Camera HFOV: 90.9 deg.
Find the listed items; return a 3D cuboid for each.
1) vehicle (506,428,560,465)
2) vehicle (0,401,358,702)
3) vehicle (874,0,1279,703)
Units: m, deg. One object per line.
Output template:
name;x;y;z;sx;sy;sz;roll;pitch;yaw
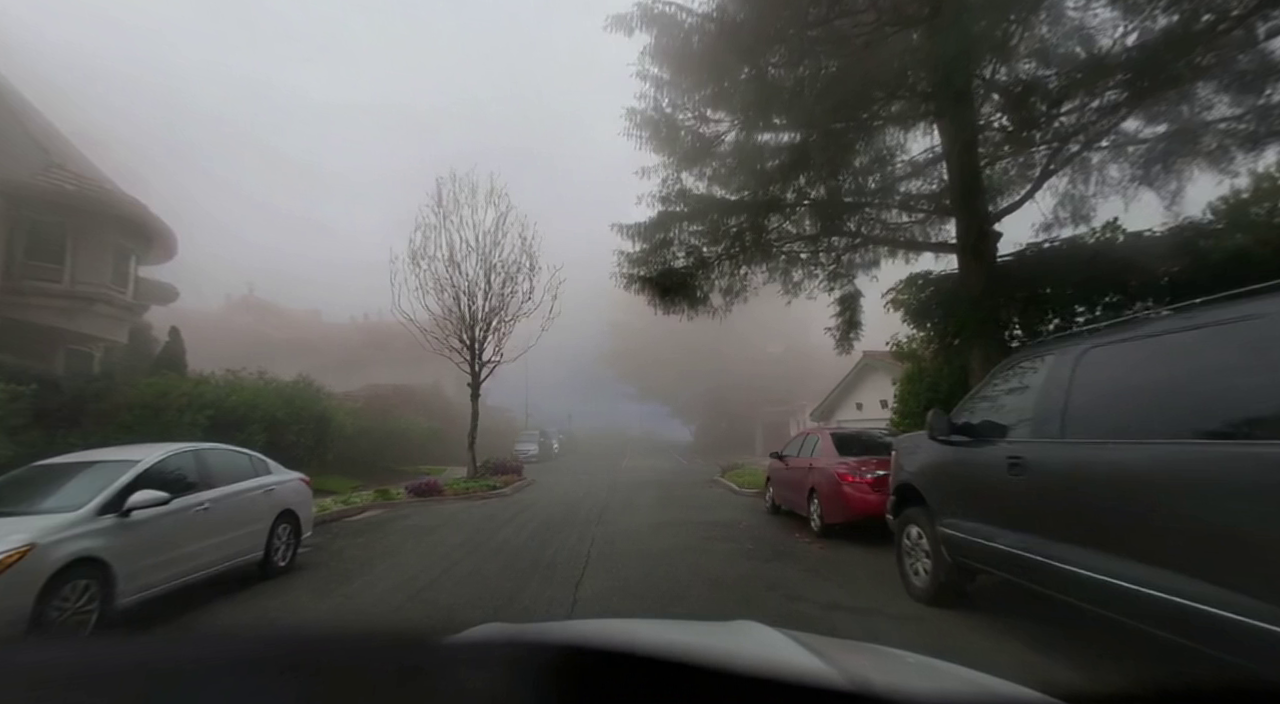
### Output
vehicle;-5.609;4.985;33.425;2.147;1.780;4.165;0;-8;0
vehicle;-4.343;1.300;5.211;2.034;1.552;4.285;0;-8;0
vehicle;3.573;0.302;3.127;2.541;3.000;5.932;0;-8;1
